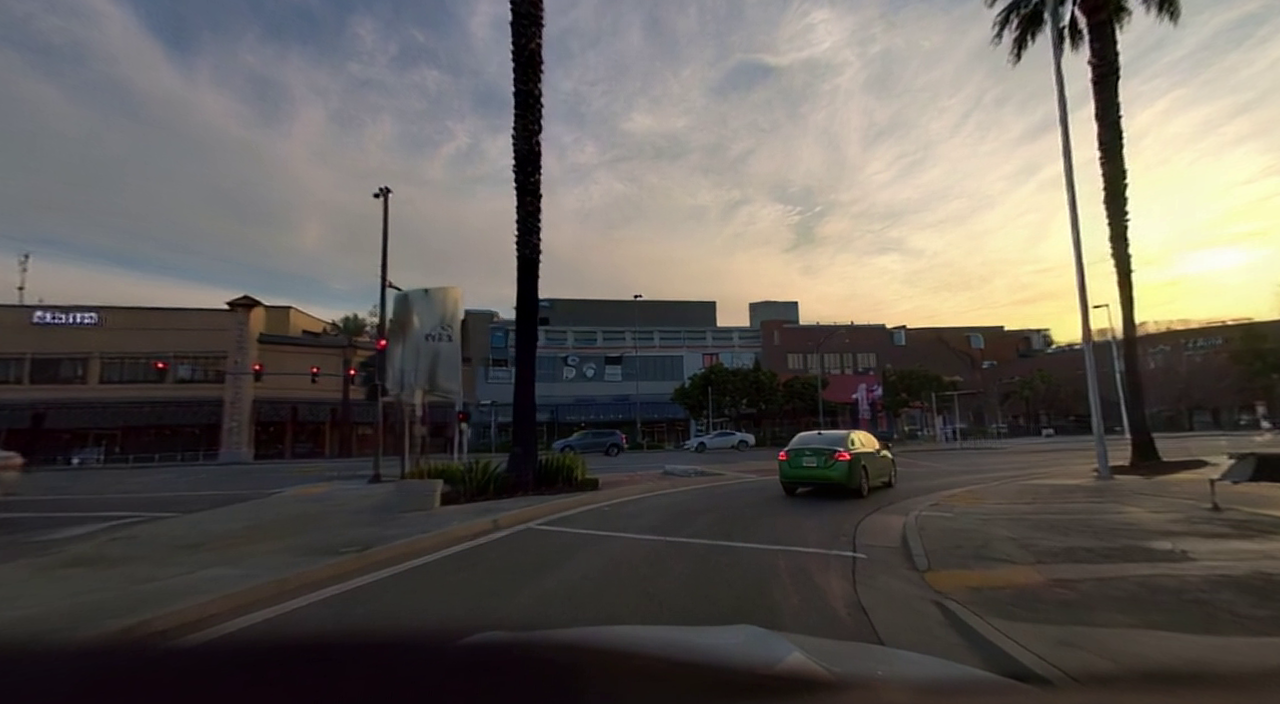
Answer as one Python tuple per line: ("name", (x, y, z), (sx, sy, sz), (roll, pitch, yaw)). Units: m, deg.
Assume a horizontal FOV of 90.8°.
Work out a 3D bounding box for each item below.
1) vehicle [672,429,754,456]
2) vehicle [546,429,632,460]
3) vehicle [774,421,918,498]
("vehicle", (4.414, 5.512, 38.444), (4.515, 1.492, 1.871), (0, -9, -11))
("vehicle", (-3.000, 5.380, 36.760), (4.757, 1.633, 1.932), (1, -8, -13))
("vehicle", (5.014, 2.490, 14.952), (2.070, 1.493, 4.570), (-6, -10, 32))
